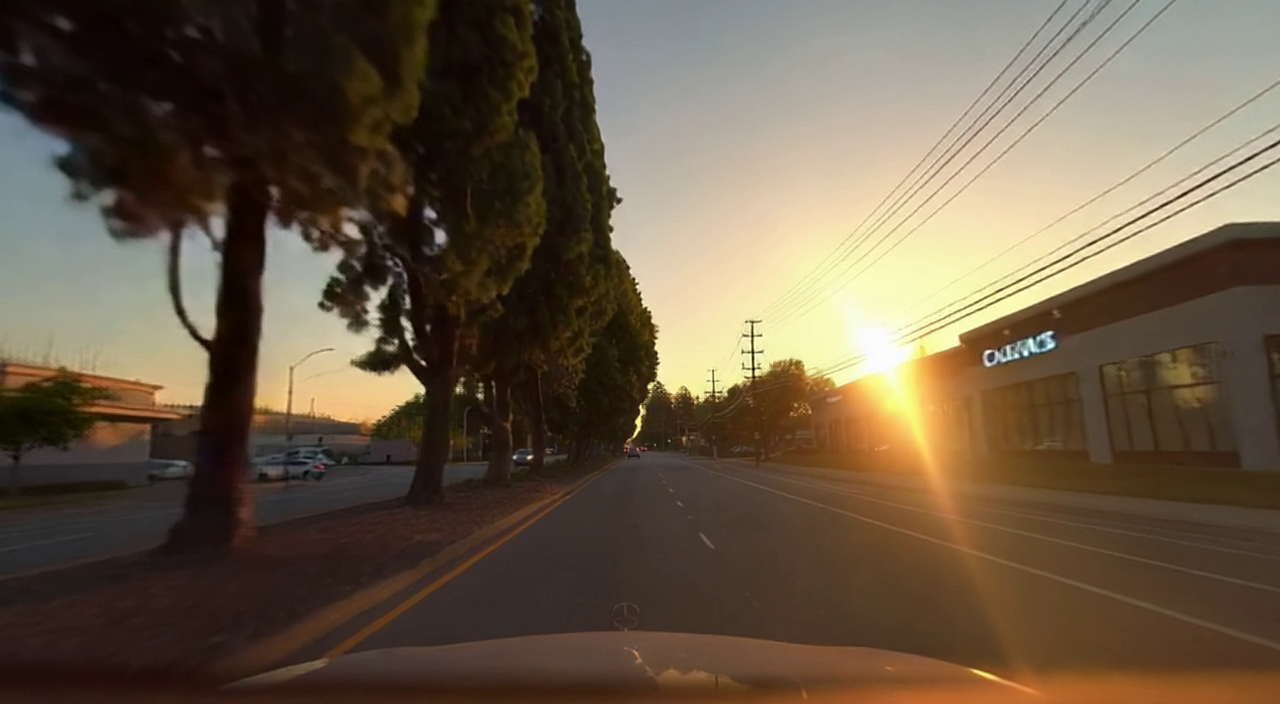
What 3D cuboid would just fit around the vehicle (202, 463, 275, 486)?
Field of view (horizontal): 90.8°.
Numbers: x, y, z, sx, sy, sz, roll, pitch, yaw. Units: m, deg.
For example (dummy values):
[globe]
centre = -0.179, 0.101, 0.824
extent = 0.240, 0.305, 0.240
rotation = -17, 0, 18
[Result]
[vehicle]
centre = -30.465, 9.288, 48.039
extent = 4.377, 1.520, 1.843
rotation = -3, -9, 3
